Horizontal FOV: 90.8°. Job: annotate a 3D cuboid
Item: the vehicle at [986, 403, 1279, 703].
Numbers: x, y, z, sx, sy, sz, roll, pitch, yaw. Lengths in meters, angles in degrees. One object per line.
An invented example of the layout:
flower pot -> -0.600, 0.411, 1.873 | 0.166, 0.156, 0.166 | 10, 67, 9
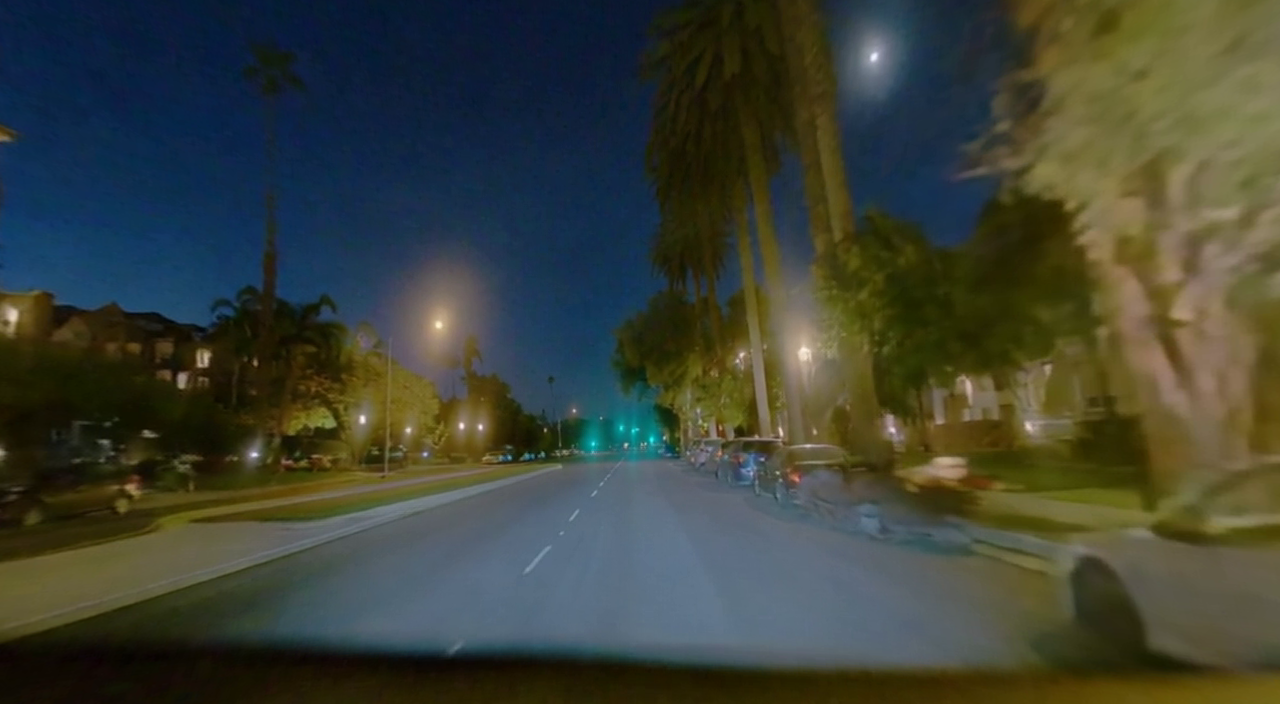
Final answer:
vehicle -> 3.759, 1.031, 2.925 | 1.981, 1.546, 4.372 | 0, -9, 3

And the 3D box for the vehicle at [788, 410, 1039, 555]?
vehicle -> 3.838, 1.916, 9.929 | 1.917, 1.741, 4.420 | 0, -9, 0

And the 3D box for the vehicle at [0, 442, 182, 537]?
vehicle -> -13.659, 3.116, 15.115 | 1.926, 1.790, 4.494 | 0, -7, 1

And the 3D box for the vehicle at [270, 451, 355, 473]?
vehicle -> -23.722, 7.951, 45.898 | 4.946, 1.518, 2.115 | 0, -9, 1
